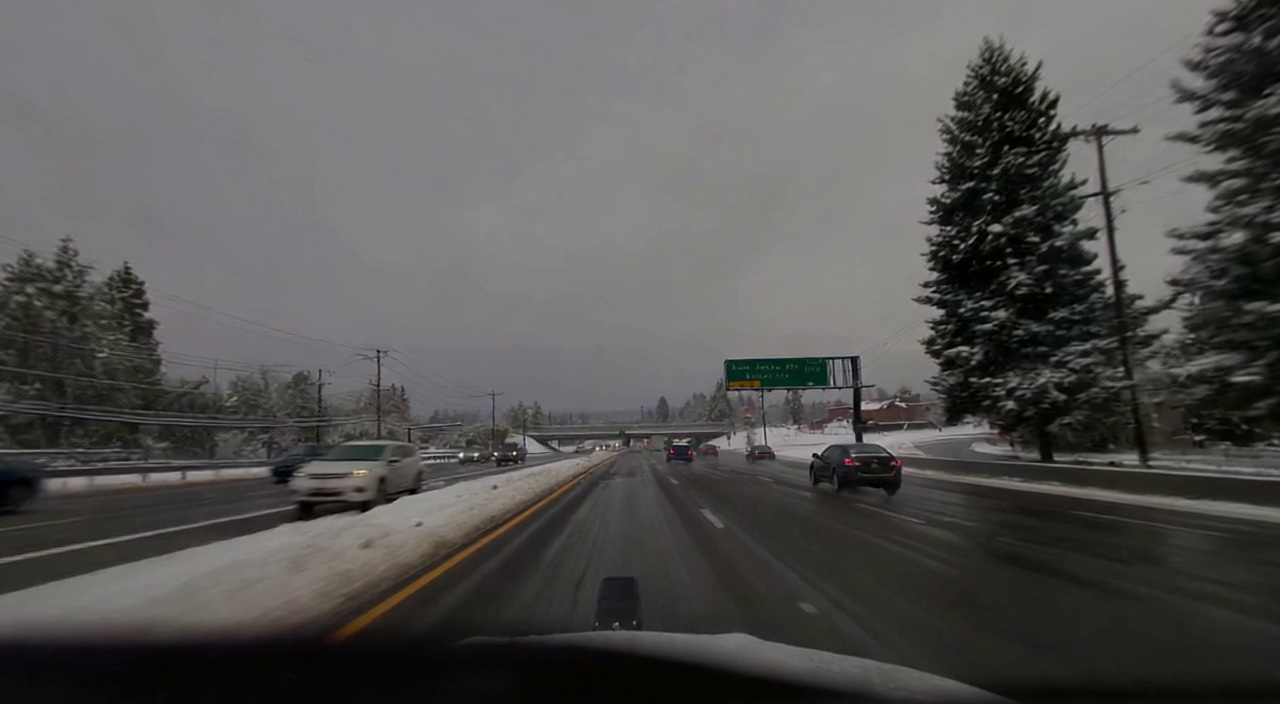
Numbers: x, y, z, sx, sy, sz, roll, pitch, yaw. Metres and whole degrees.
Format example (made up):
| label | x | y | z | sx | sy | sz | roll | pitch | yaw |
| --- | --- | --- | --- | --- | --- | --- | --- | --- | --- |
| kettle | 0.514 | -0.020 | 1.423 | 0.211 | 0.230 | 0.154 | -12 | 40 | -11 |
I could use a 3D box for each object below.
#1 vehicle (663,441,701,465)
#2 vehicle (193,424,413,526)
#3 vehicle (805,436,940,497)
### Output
| label | x | y | z | sx | sy | sz | roll | pitch | yaw |
| --- | --- | --- | --- | --- | --- | --- | --- | --- | --- |
| vehicle | 2.658 | 6.599 | 41.423 | 1.993 | 1.507 | 4.594 | 0 | -8 | -2 |
| vehicle | -6.643 | 2.463 | 13.222 | 2.022 | 1.737 | 4.546 | 0 | -8 | 1 |
| vehicle | 6.309 | 3.153 | 17.830 | 1.952 | 1.489 | 4.483 | 0 | -8 | -2 |
